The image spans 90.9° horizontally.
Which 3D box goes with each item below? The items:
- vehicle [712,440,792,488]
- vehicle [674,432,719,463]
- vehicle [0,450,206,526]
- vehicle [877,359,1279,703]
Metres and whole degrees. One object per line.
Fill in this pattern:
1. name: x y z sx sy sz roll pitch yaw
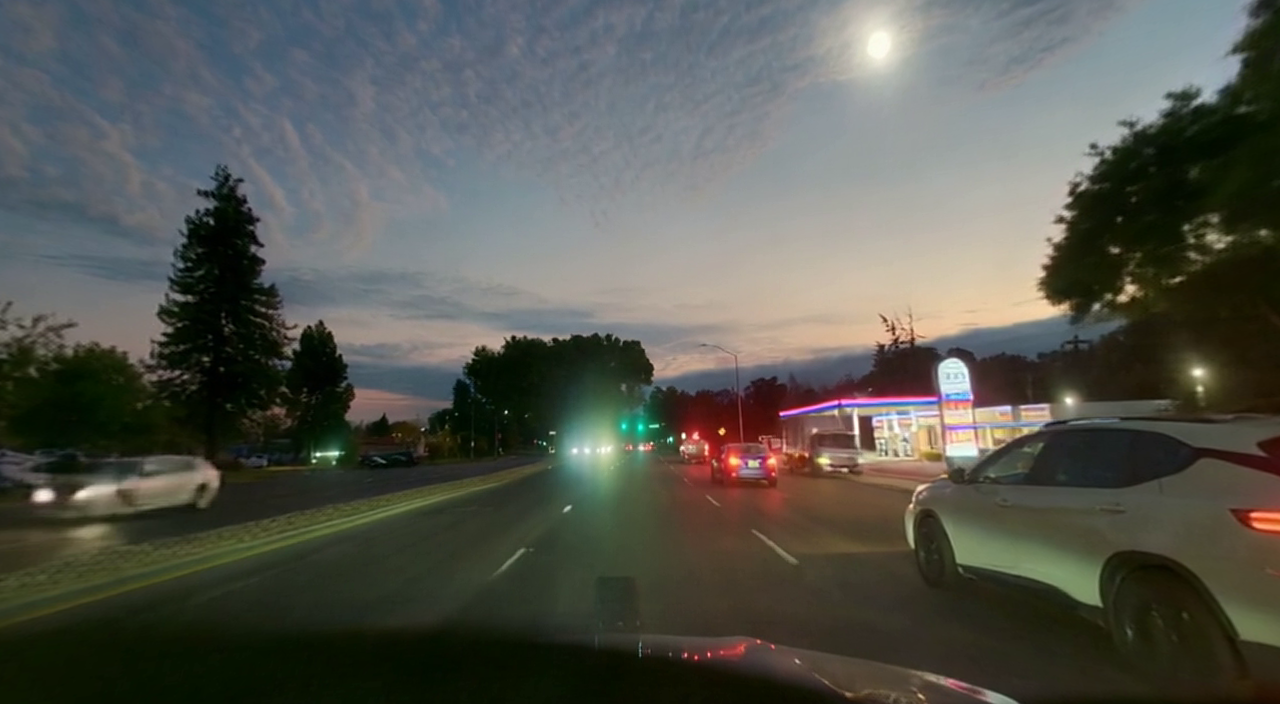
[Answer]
1. vehicle: 3.654 3.719 21.297 1.871 1.442 4.122 0 -8 -1
2. vehicle: 3.765 6.543 43.125 2.611 1.983 5.165 0 -8 0
3. vehicle: -14.182 3.327 16.191 2.031 1.539 5.646 0 -8 0
4. vehicle: 3.641 1.151 4.570 1.875 1.665 4.931 0 -8 0
